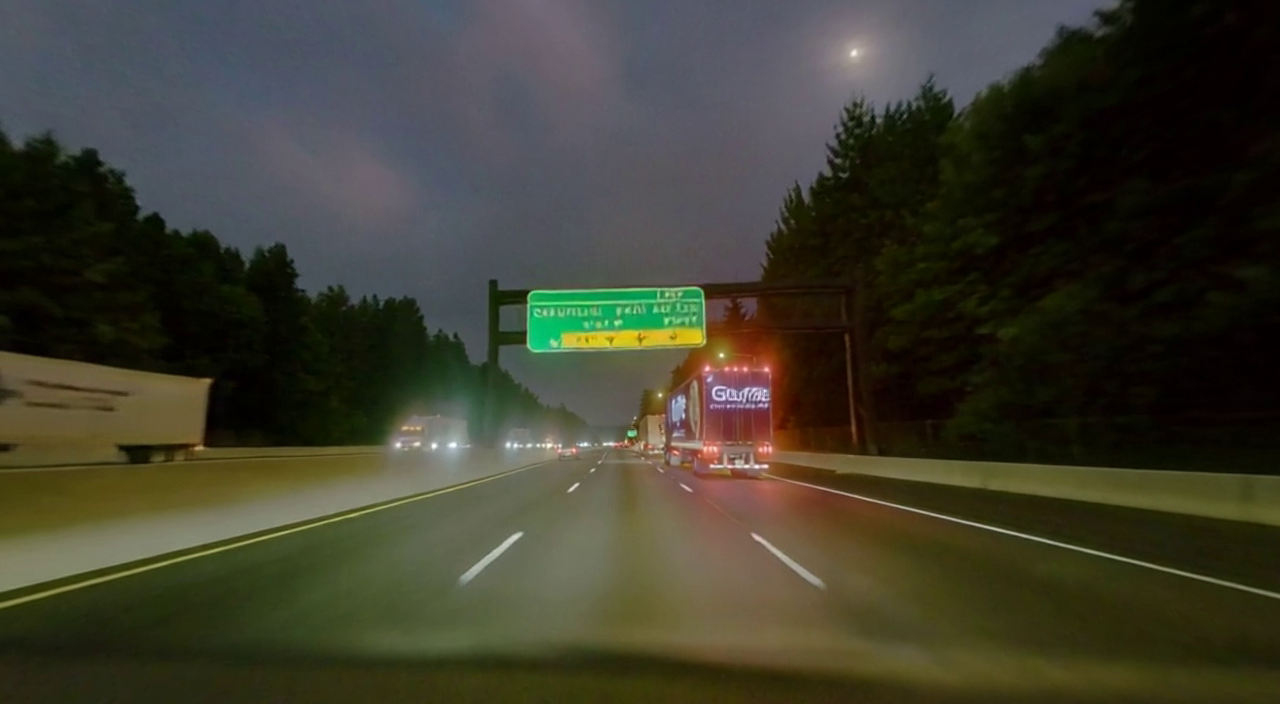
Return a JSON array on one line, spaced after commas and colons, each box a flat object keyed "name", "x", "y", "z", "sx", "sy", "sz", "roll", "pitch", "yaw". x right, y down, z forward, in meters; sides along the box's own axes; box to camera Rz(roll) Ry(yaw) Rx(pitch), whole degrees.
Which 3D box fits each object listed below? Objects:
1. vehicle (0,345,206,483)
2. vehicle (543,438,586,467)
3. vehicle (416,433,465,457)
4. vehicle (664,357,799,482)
[{"name": "vehicle", "x": -20.621, "y": 2.139, "z": 20.654, "sx": 3.146, "sy": 4.061, "sz": 14.094, "roll": 0, "pitch": -8, "yaw": -2}, {"name": "vehicle", "x": -4.523, "y": 6.082, "z": 38.420, "sx": 2.206, "sy": 1.644, "sz": 4.027, "roll": 0, "pitch": -8, "yaw": -1}, {"name": "vehicle", "x": -14.424, "y": 6.766, "z": 45.826, "sx": 2.080, "sy": 1.652, "sz": 5.232, "roll": 0, "pitch": -8, "yaw": -2}, {"name": "vehicle", "x": 3.208, "y": 3.126, "z": 27.165, "sx": 3.116, "sy": 3.992, "sz": 13.748, "roll": 0, "pitch": -8, "yaw": -3}]
